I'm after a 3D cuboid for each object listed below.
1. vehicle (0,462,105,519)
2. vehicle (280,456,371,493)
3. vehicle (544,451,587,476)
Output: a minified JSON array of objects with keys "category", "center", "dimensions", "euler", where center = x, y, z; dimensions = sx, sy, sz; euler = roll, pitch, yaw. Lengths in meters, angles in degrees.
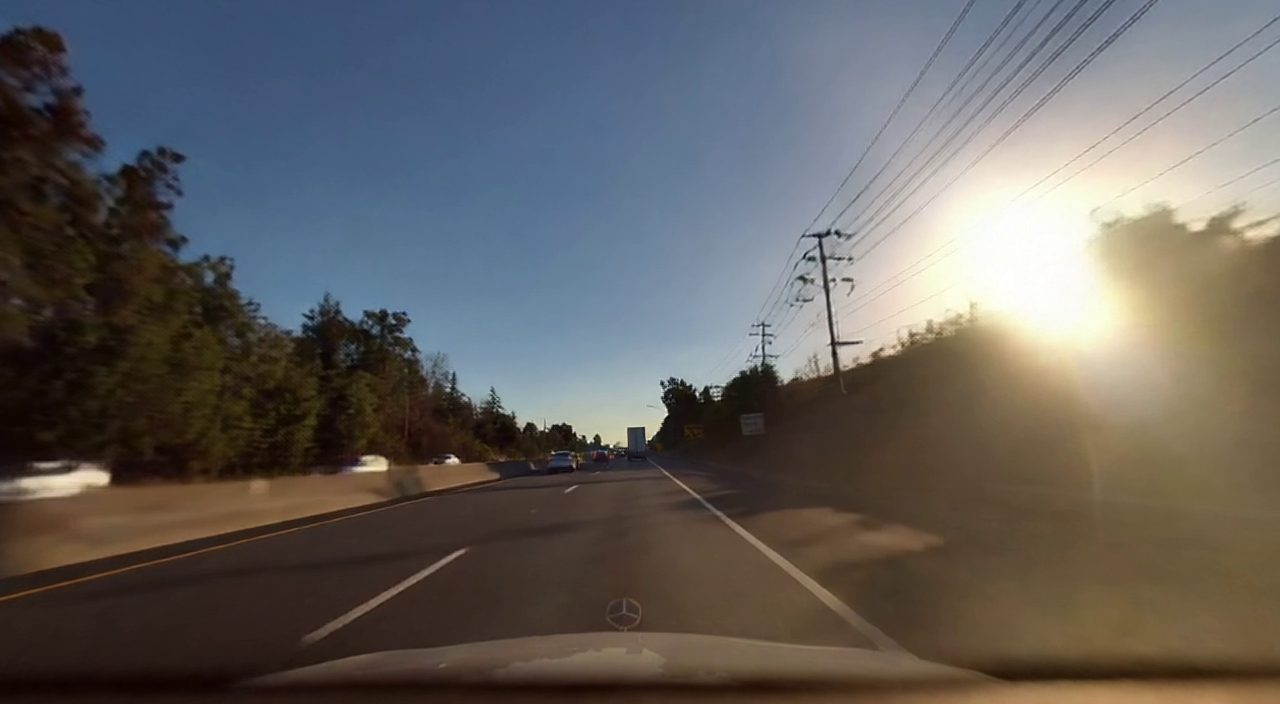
[{"category":"vehicle","center":[-18.015,3.908,18.006],"dimensions":[1.830,1.469,4.110],"euler":[0,-9,0]},{"category":"vehicle","center":[-13.266,5.148,26.930],"dimensions":[1.761,1.413,4.126],"euler":[0,-9,0]},{"category":"vehicle","center":[-4.474,6.762,38.519],"dimensions":[2.106,1.445,4.404],"euler":[0,-9,0]}]
